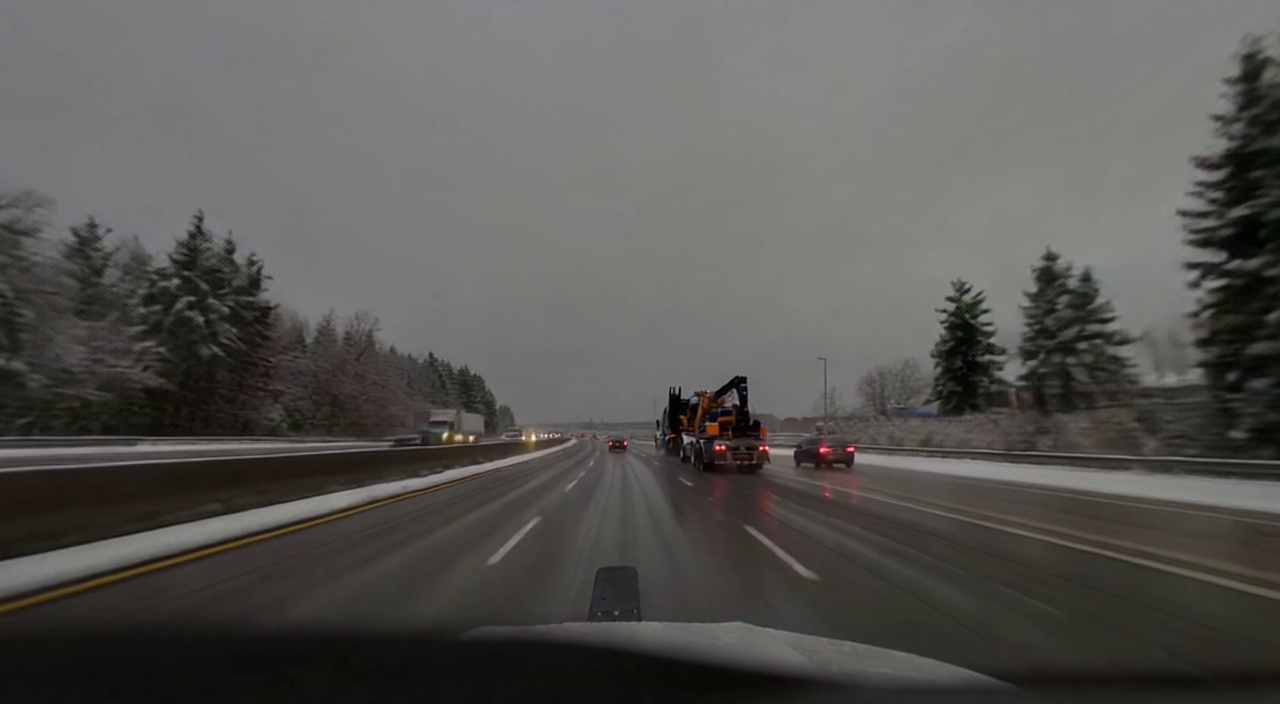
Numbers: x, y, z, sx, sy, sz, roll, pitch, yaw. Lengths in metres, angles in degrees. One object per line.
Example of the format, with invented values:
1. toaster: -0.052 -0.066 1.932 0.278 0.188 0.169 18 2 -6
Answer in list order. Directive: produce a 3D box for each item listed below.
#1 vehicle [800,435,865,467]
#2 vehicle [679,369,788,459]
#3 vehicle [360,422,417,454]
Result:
1. vehicle: 9.361 4.842 31.028 1.820 1.469 4.257 0 -8 -1
2. vehicle: 3.598 2.751 26.529 2.833 3.180 8.004 1 -8 -4
3. vehicle: -15.999 5.505 40.311 1.972 1.861 4.180 0 -8 -2
